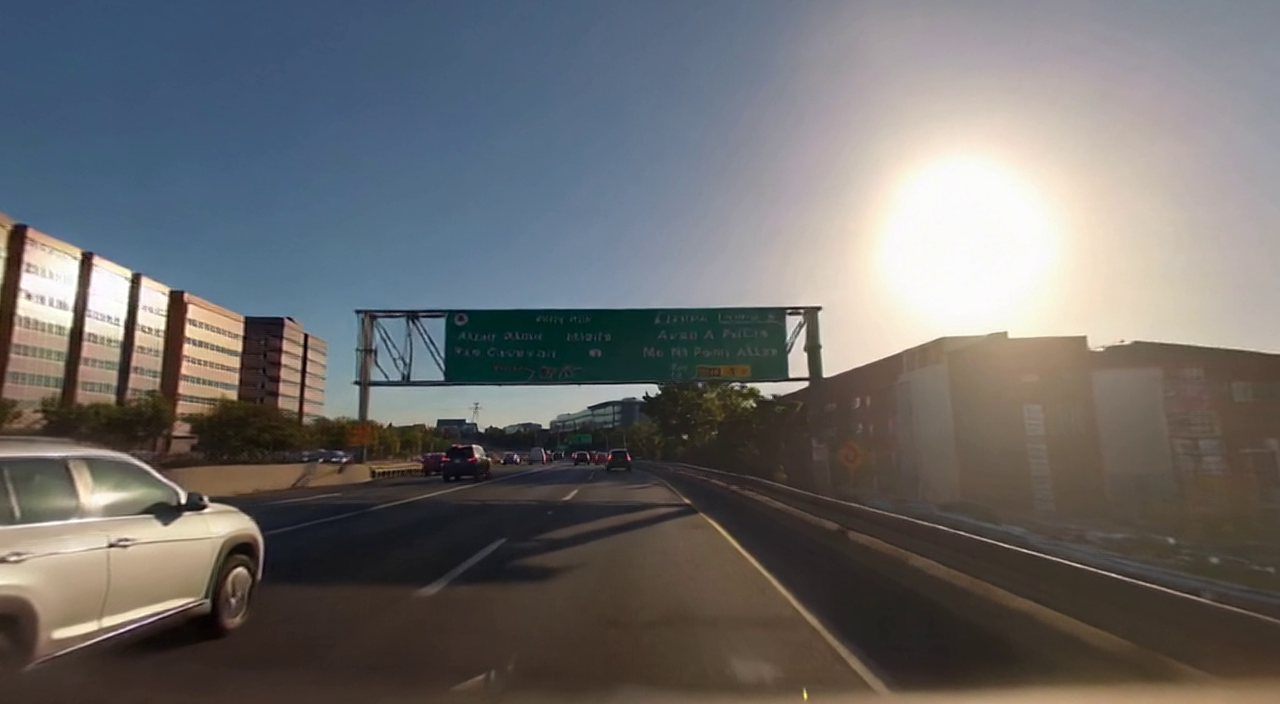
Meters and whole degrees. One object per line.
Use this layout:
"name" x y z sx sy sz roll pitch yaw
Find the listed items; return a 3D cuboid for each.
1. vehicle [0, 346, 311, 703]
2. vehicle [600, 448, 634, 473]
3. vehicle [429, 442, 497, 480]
"vehicle" -3.611 0.846 2.522 2.036 1.717 4.592 0 -9 1
"vehicle" -1.487 7.013 41.035 2.110 1.501 4.319 0 -9 -2
"vehicle" -8.500 5.248 30.664 2.065 1.689 4.399 0 -9 -1
